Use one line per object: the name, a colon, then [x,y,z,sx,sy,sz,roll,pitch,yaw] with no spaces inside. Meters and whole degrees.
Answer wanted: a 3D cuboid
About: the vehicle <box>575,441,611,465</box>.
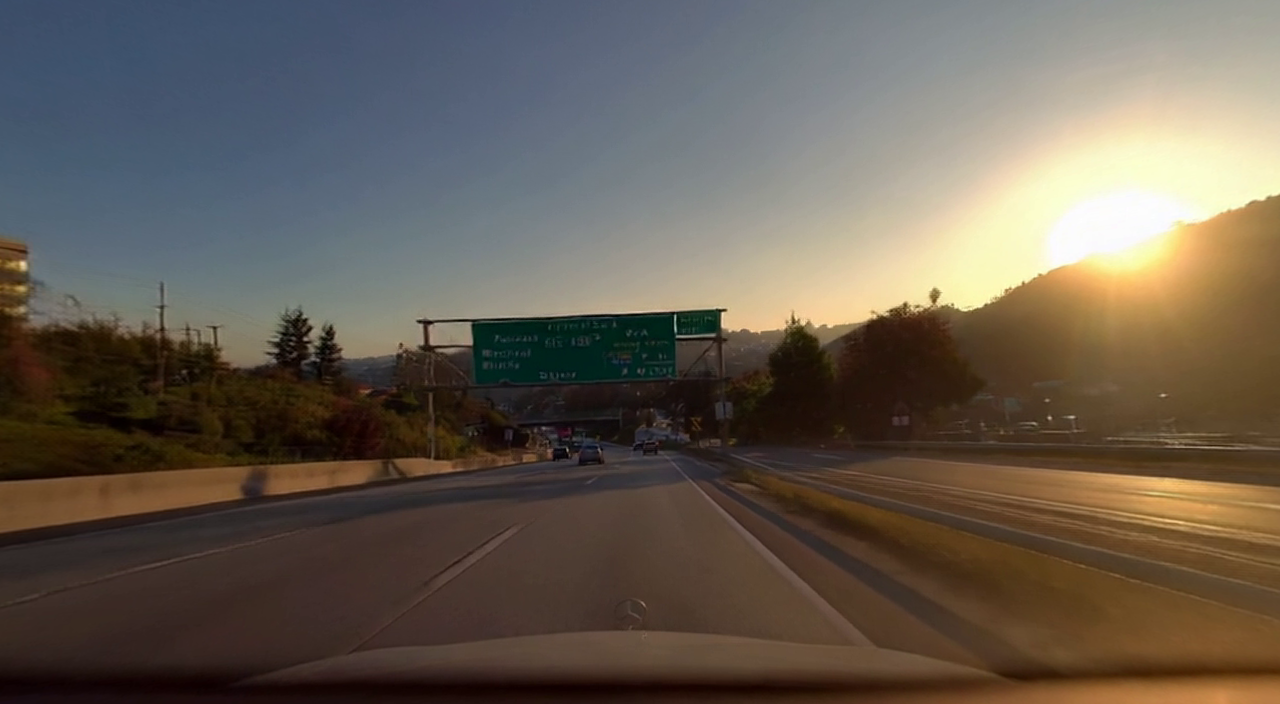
vehicle: [-3.166,6.893,43.202,2.112,1.489,4.266,0,-8,0]
